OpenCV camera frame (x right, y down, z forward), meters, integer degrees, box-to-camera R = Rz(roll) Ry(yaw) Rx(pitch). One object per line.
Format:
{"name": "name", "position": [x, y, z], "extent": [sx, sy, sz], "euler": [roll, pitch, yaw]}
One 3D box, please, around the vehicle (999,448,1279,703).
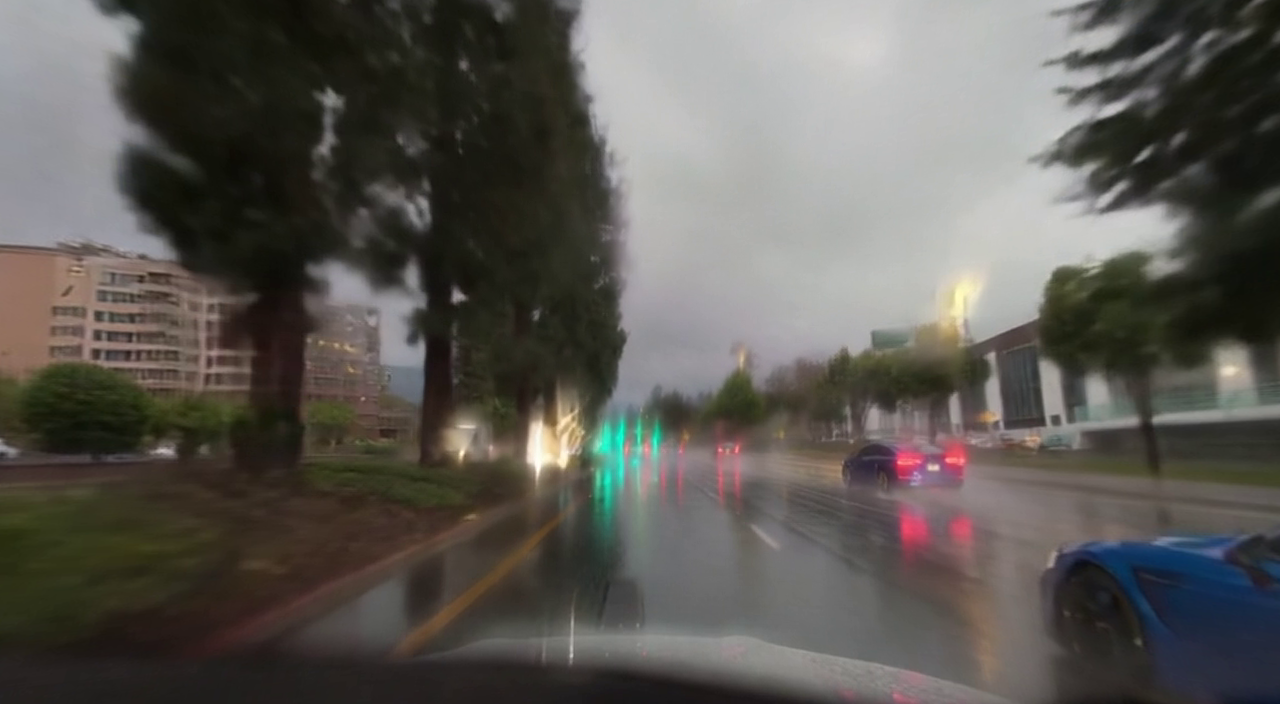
{"name": "vehicle", "position": [3.371, 0.973, 1.918], "extent": [1.990, 1.347, 4.388], "euler": [0, -9, 0]}

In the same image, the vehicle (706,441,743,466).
{"name": "vehicle", "position": [6.055, 7.346, 45.846], "extent": [1.931, 1.685, 4.054], "euler": [0, -9, -3]}

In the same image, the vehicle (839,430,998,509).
{"name": "vehicle", "position": [6.831, 2.919, 16.156], "extent": [1.987, 1.730, 4.373], "euler": [0, -9, -1]}

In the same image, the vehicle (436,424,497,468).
{"name": "vehicle", "position": [-11.140, 6.099, 41.099], "extent": [2.300, 2.636, 5.986], "euler": [0, -9, -1]}
